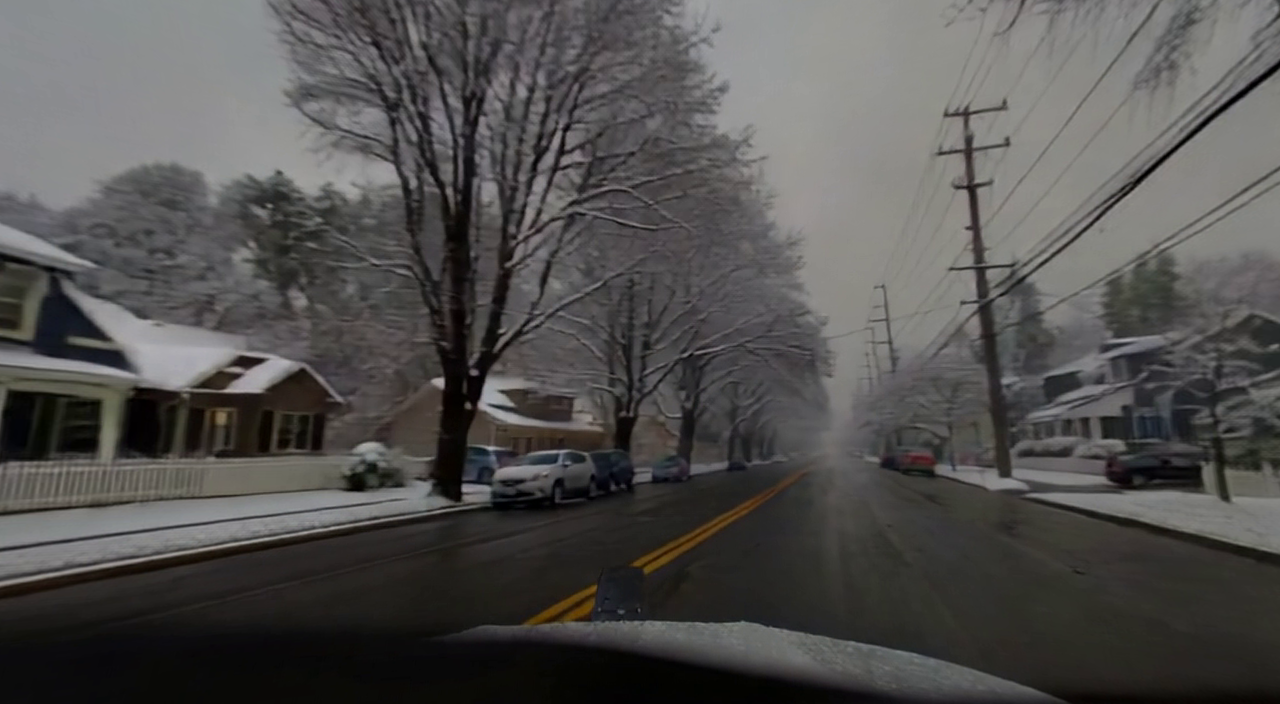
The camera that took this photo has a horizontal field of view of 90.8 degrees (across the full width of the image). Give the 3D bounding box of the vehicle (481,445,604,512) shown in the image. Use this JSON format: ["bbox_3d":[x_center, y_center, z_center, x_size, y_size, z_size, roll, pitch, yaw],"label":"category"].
[{"bbox_3d":[-2.840,3.813,19.657,1.975,1.775,4.509,-2,-9,17],"label":"vehicle"}]

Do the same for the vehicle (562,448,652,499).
[{"bbox_3d":[-1.156,4.625,24.544,1.913,1.723,4.318,-3,-9,20],"label":"vehicle"}]

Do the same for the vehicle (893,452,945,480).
[{"bbox_3d":[16.789,6.861,38.194,2.052,1.476,4.438,-4,-9,14],"label":"vehicle"}]

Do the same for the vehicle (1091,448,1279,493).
[{"bbox_3d":[19.777,4.272,23.193,4.716,1.480,2.023,-3,-9,19],"label":"vehicle"}]

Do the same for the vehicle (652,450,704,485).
[{"bbox_3d":[2.203,6.403,35.473,1.970,1.785,4.274,-2,-9,16],"label":"vehicle"}]

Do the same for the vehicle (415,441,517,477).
[{"bbox_3d":[-8.785,5.410,32.103,4.492,1.725,2.033,-2,-9,14],"label":"vehicle"}]
